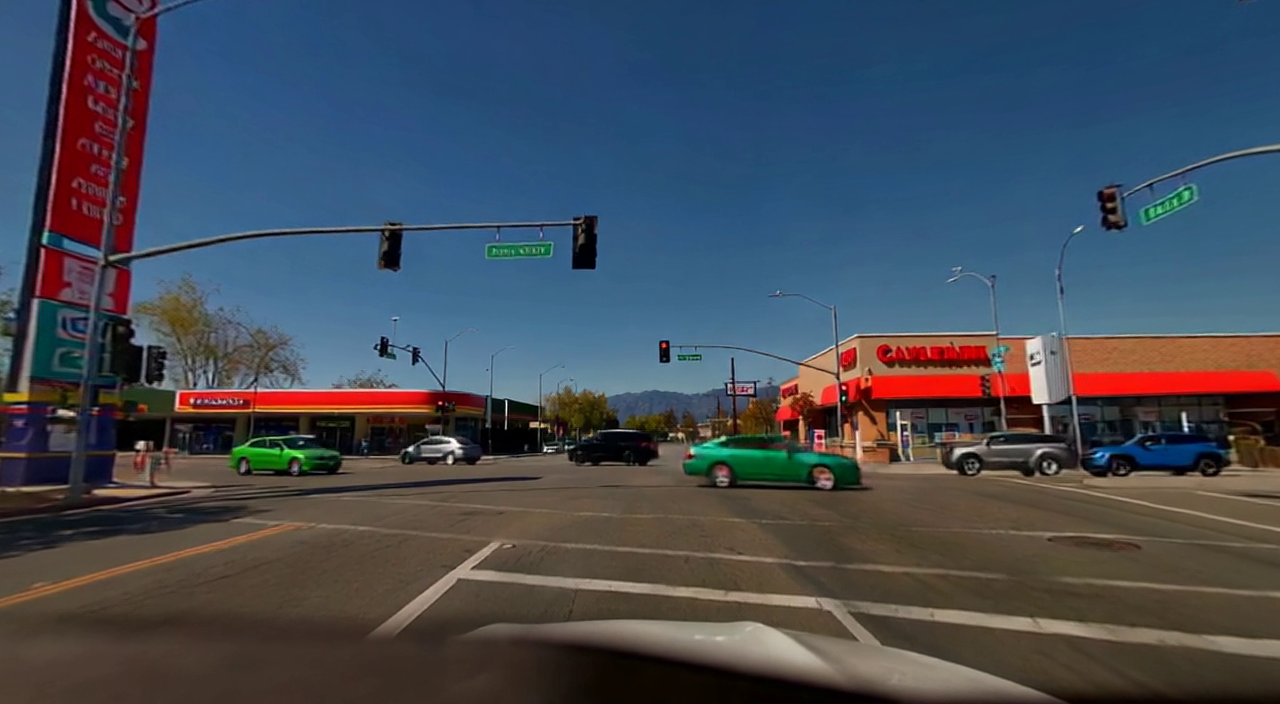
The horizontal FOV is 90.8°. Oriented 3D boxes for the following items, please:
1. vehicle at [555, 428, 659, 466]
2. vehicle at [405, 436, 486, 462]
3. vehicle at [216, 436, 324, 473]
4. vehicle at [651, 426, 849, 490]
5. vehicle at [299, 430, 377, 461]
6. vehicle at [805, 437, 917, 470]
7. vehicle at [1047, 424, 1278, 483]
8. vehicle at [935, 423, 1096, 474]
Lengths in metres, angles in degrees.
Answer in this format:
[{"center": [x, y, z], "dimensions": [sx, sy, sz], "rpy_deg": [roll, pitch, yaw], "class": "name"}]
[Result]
[{"center": [-1.574, 4.458, 29.620], "dimensions": [4.562, 1.676, 1.819], "rpy_deg": [-5, -10, 26], "class": "vehicle"}, {"center": [-11.889, 5.945, 38.602], "dimensions": [4.801, 1.466, 1.830], "rpy_deg": [-5, -10, 27], "class": "vehicle"}, {"center": [-16.145, 4.449, 27.502], "dimensions": [4.670, 1.458, 1.959], "rpy_deg": [-6, -10, 30], "class": "vehicle"}, {"center": [2.863, 2.802, 16.804], "dimensions": [4.806, 1.482, 1.862], "rpy_deg": [-5, -10, 28], "class": "vehicle"}, {"center": [-18.071, 5.628, 37.744], "dimensions": [4.311, 1.742, 1.864], "rpy_deg": [-5, -10, 26], "class": "vehicle"}, {"center": [10.757, 4.973, 31.007], "dimensions": [4.792, 1.467, 1.831], "rpy_deg": [-8, -12, 42], "class": "vehicle"}, {"center": [14.721, 2.917, 18.245], "dimensions": [4.681, 1.495, 2.096], "rpy_deg": [-5, -10, 26], "class": "vehicle"}, {"center": [12.984, 3.402, 22.257], "dimensions": [4.568, 1.643, 1.911], "rpy_deg": [-4, -9, 24], "class": "vehicle"}]
